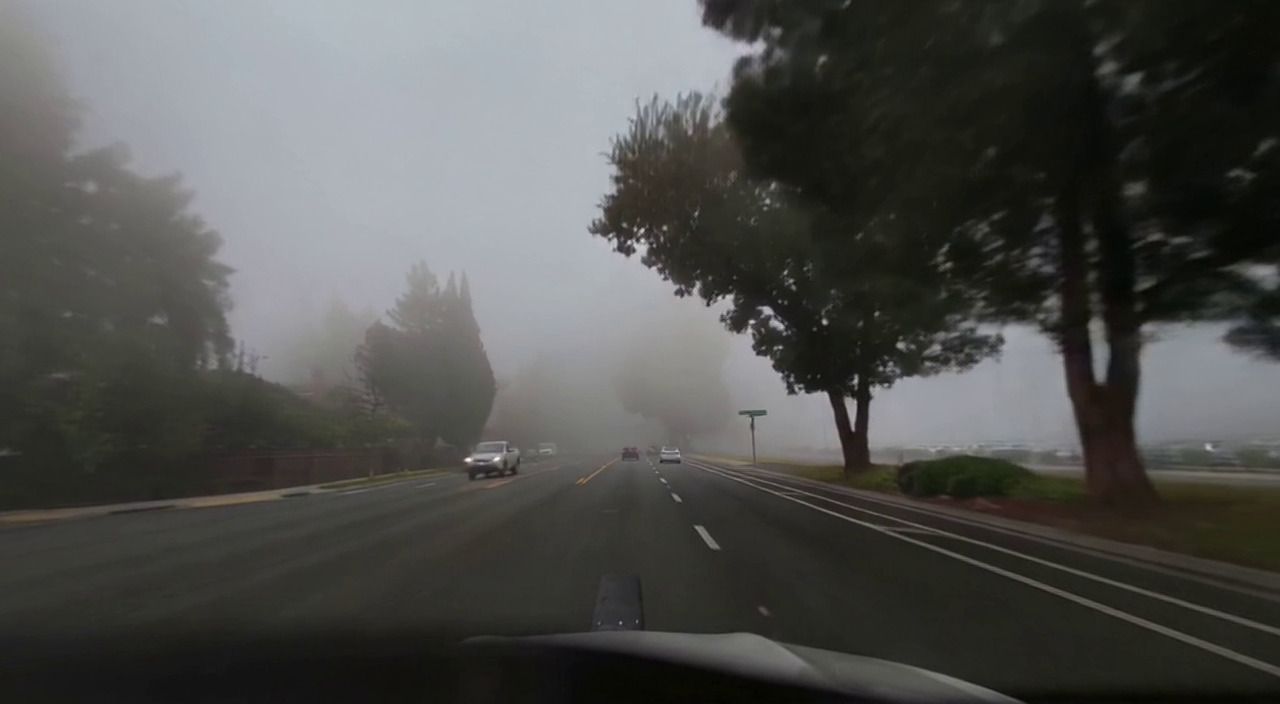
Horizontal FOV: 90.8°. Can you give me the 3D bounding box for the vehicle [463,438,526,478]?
[{"bbox_3d":[-7.062,5.180,31.144,2.054,1.814,4.543,0,-9,0],"label":"vehicle"}]
